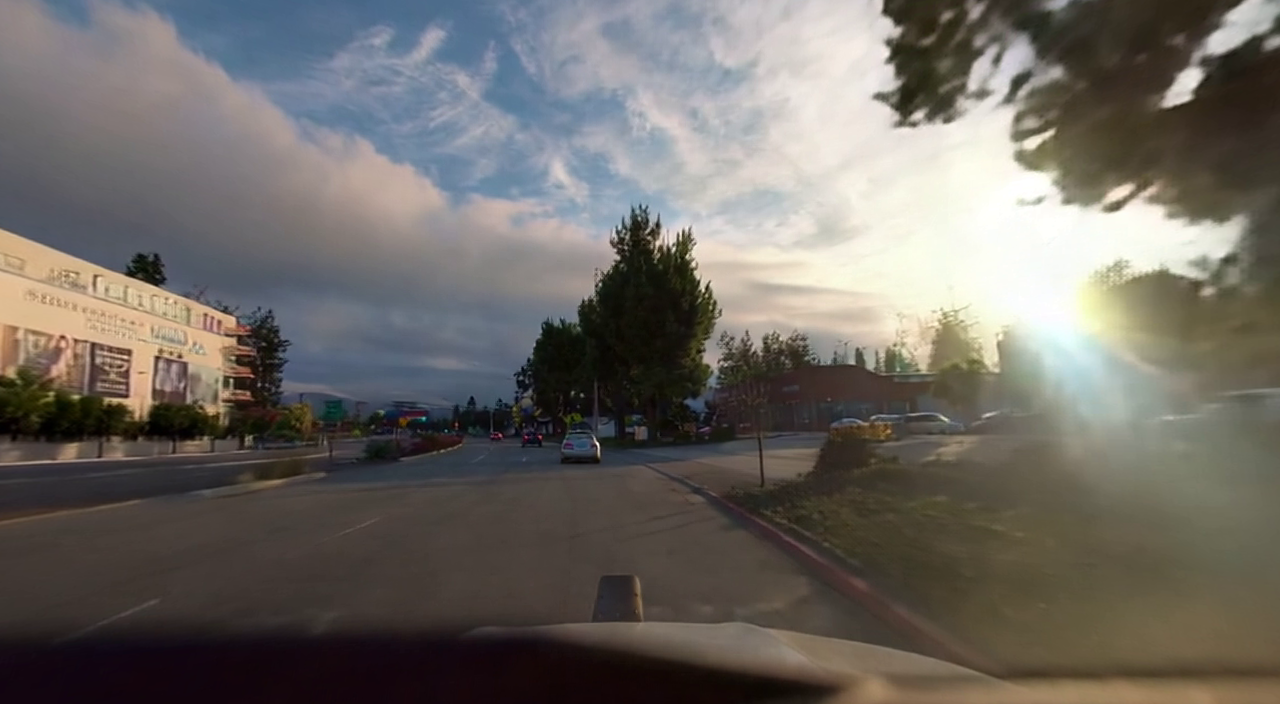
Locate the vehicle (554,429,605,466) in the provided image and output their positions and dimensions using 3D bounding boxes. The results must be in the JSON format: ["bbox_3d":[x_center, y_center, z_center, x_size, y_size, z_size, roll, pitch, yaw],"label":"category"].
[{"bbox_3d":[-2.936,4.485,29.847,2.231,1.572,4.227,1,-8,-7],"label":"vehicle"}]
